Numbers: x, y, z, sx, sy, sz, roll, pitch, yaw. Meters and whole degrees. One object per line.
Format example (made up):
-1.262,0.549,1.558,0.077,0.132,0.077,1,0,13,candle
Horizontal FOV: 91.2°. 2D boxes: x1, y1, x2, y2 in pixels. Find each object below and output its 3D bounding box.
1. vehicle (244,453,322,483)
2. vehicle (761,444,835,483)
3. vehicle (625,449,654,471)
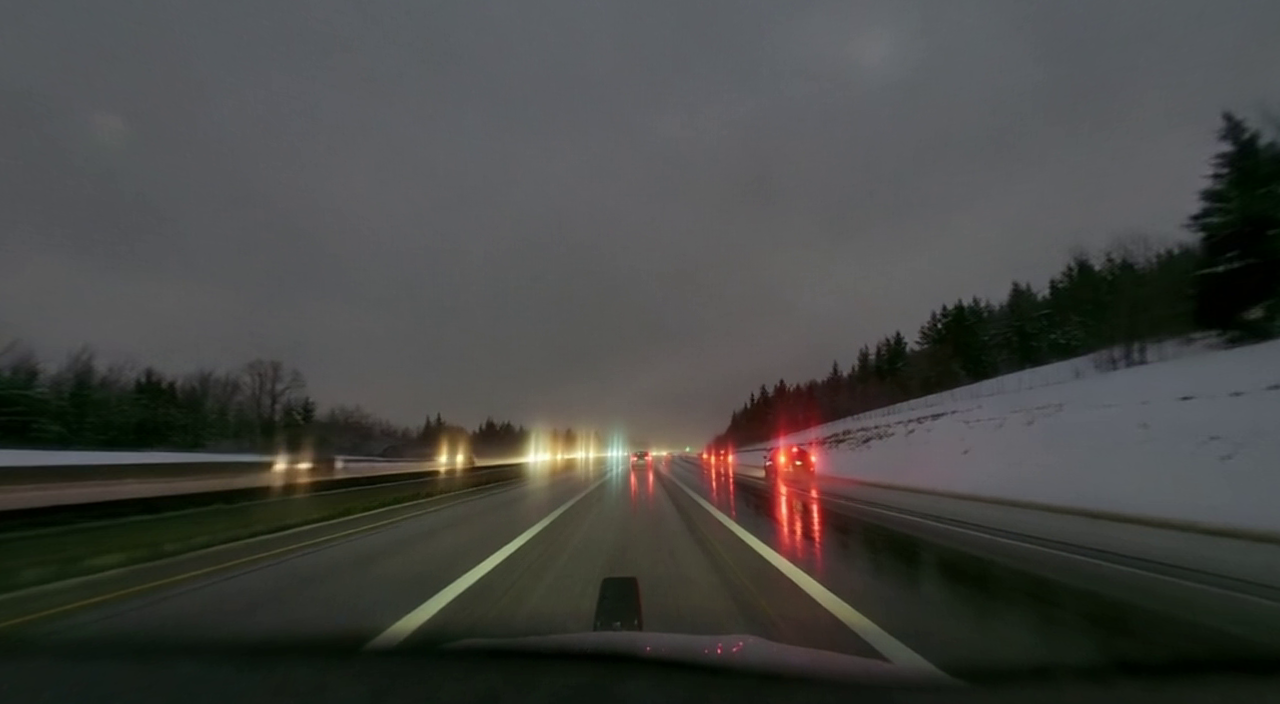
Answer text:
-19.343,6.259,34.166,1.819,1.504,4.036,-1,-9,1,vehicle
6.897,4.921,27.856,2.008,1.533,4.592,0,-9,-1,vehicle
-0.041,7.745,45.113,2.025,1.526,4.181,-1,-9,0,vehicle
